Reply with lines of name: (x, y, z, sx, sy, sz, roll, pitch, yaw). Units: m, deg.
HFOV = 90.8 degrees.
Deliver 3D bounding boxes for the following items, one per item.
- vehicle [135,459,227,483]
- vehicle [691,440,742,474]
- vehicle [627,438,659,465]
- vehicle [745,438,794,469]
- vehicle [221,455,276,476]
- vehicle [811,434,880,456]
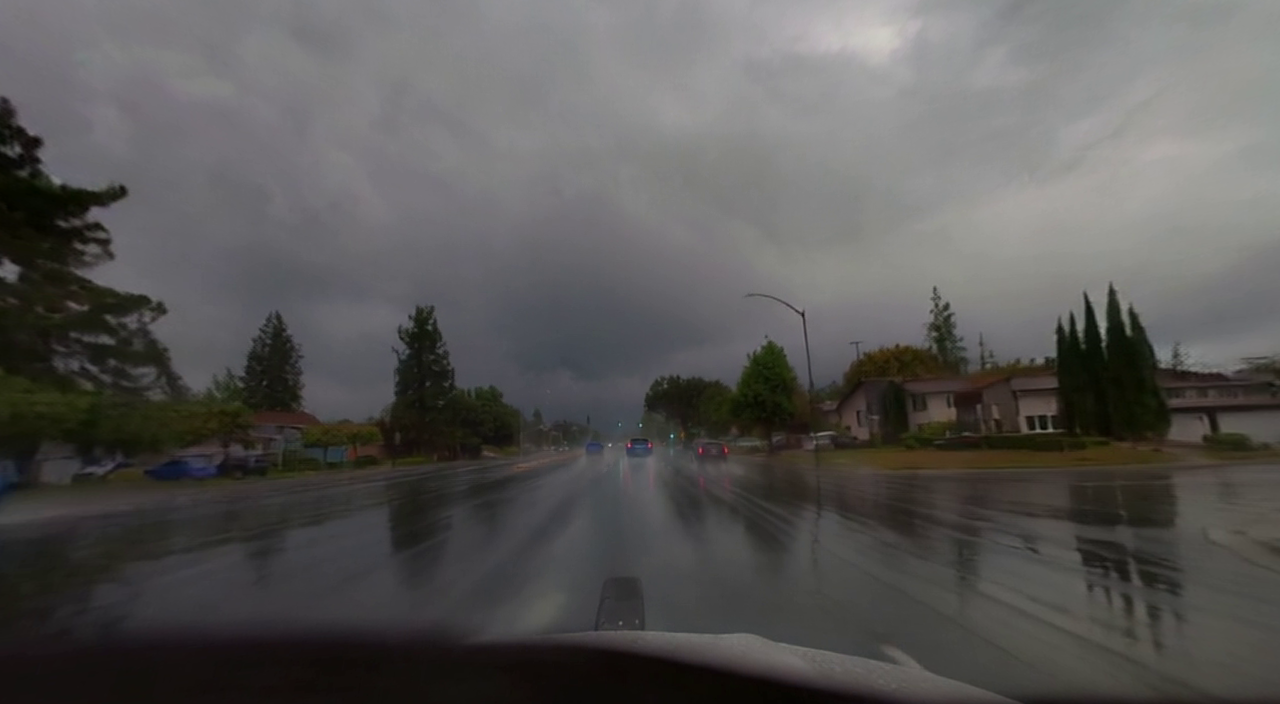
vehicle: (-29.783, 7.722, 41.106, 4.450, 1.421, 1.932, 0, -8, 0)
vehicle: (3.530, 4.905, 29.796, 1.830, 1.451, 4.009, 0, -8, -1)
vehicle: (0.161, 6.689, 42.634, 2.043, 1.734, 4.253, 0, -8, -1)
vehicle: (7.671, 6.044, 37.745, 1.933, 1.759, 3.900, 0, -8, -2)
vehicle: (-30.013, 8.706, 48.562, 1.806, 1.476, 3.985, 0, -8, -2)
vehicle: (15.454, 7.045, 47.677, 4.491, 1.593, 1.884, -1, -8, 3)
